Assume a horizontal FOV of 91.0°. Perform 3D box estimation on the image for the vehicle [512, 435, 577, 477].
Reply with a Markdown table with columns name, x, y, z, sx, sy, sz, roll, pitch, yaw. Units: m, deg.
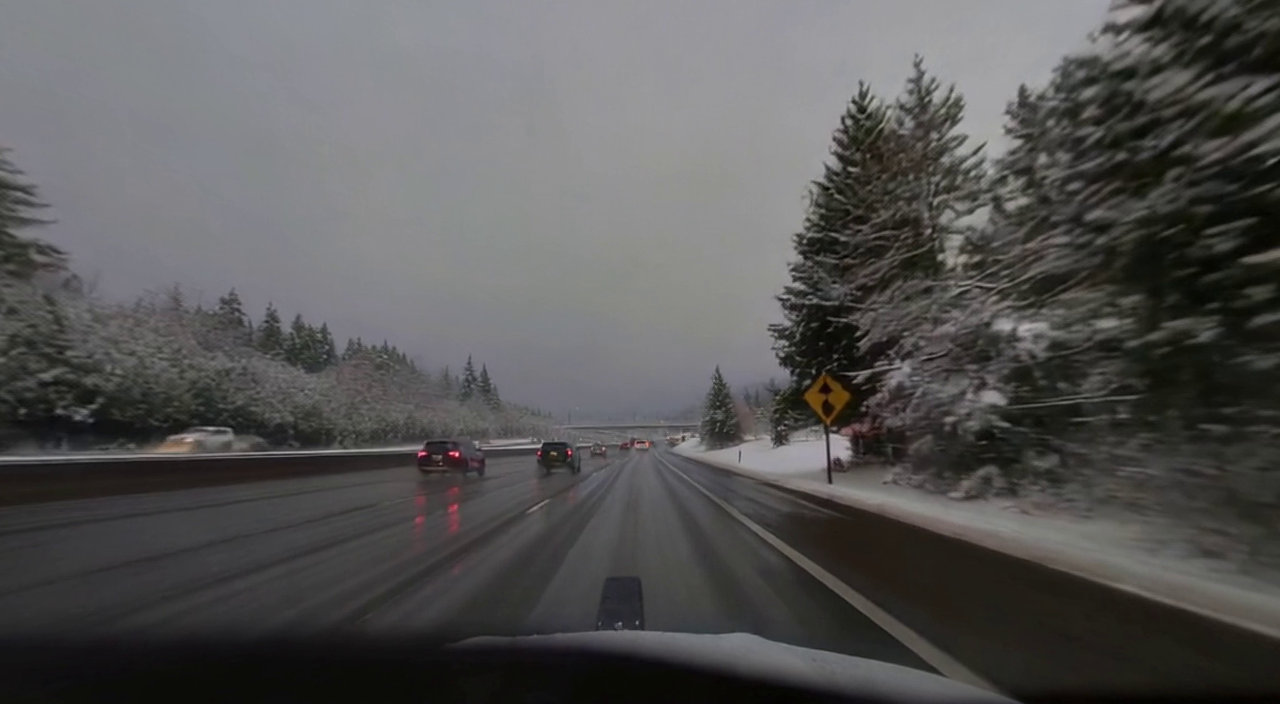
| name | x | y | z | sx | sy | sz | roll | pitch | yaw |
| --- | --- | --- | --- | --- | --- | --- | --- | --- | --- |
| vehicle | -4.063 | 4.536 | 27.549 | 2.035 | 1.673 | 4.469 | 0 | -9 | 1 |

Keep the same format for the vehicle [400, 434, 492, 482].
| name | x | y | z | sx | sy | sz | roll | pitch | yaw |
| --- | --- | --- | --- | --- | --- | --- | --- | --- | --- |
| vehicle | -7.483 | 4.129 | 24.802 | 2.108 | 1.686 | 4.556 | 0 | -9 | 1 |
